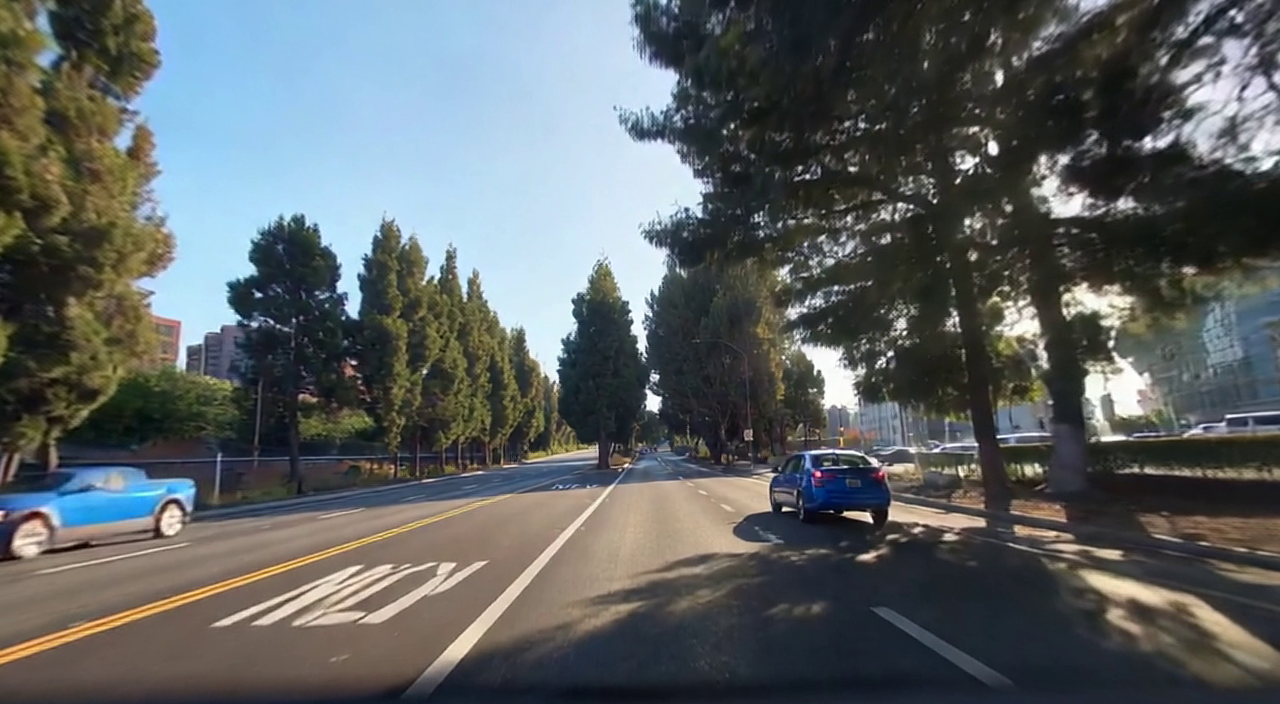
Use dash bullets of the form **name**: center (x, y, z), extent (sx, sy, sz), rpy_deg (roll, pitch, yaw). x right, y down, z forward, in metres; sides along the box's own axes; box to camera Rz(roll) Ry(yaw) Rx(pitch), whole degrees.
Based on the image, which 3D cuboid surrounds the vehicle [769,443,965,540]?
- **vehicle**: center (4.034, 2.535, 12.204), extent (2.114, 1.493, 4.430), rpy_deg (0, -9, 0)

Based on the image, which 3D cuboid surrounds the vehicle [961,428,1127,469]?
- **vehicle**: center (19.151, 4.605, 30.255), extent (6.156, 1.801, 2.491), rpy_deg (-1, -9, 2)

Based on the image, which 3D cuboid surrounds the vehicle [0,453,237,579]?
- **vehicle**: center (-9.509, 2.582, 10.837), extent (1.937, 1.624, 4.913), rpy_deg (0, -9, 0)

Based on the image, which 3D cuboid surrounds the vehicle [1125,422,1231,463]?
- **vehicle**: center (34.606, 5.851, 40.899), extent (2.369, 2.475, 5.128), rpy_deg (0, -8, 2)

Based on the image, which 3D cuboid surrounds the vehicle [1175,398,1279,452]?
- **vehicle**: center (30.022, 3.581, 30.538), extent (2.279, 2.416, 6.795), rpy_deg (0, -9, -1)
